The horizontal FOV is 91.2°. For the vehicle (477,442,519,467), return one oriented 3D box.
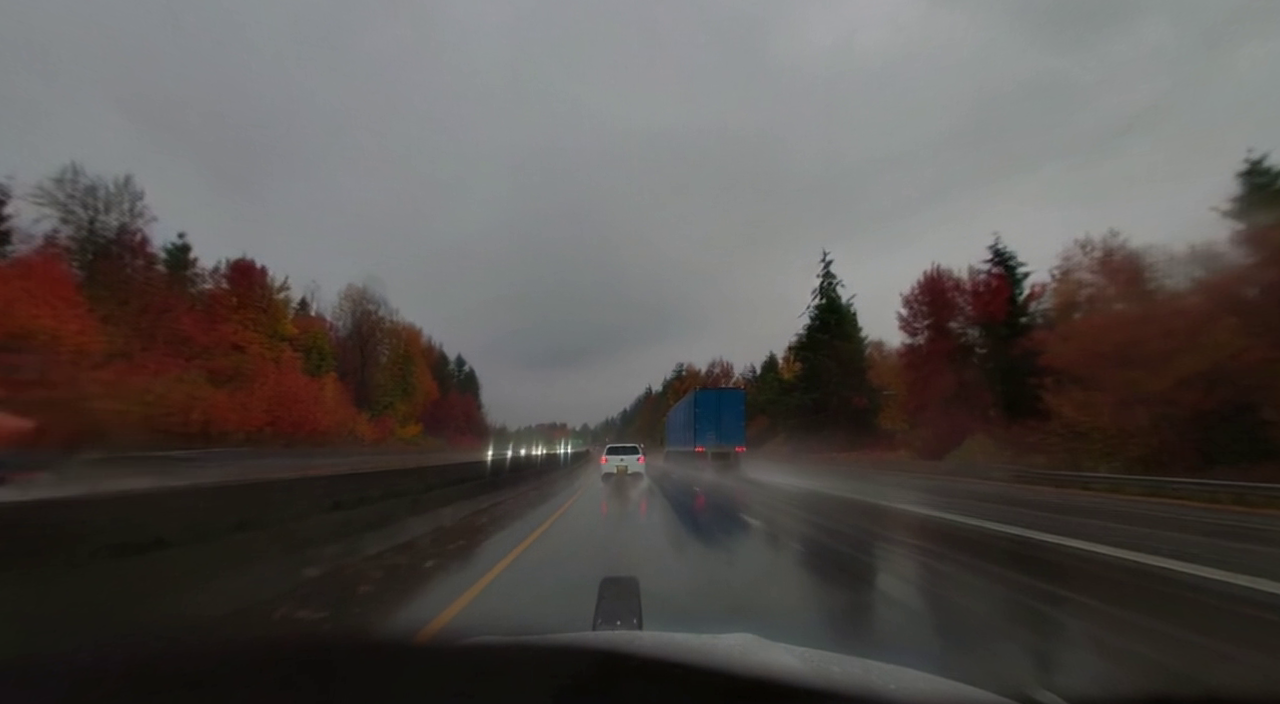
[{"bbox_3d":[-9.611,6.983,42.802,1.920,1.541,4.248,0,-9,-1],"label":"vehicle"}]

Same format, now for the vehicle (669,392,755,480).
[{"bbox_3d":[3.612,4.963,35.795,2.900,4.013,14.455,0,-9,-1],"label":"vehicle"}]

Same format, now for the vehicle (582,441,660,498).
[{"bbox_3d":[-0.557,3.488,18.969,2.099,1.506,4.097,0,-9,-1],"label":"vehicle"}]
